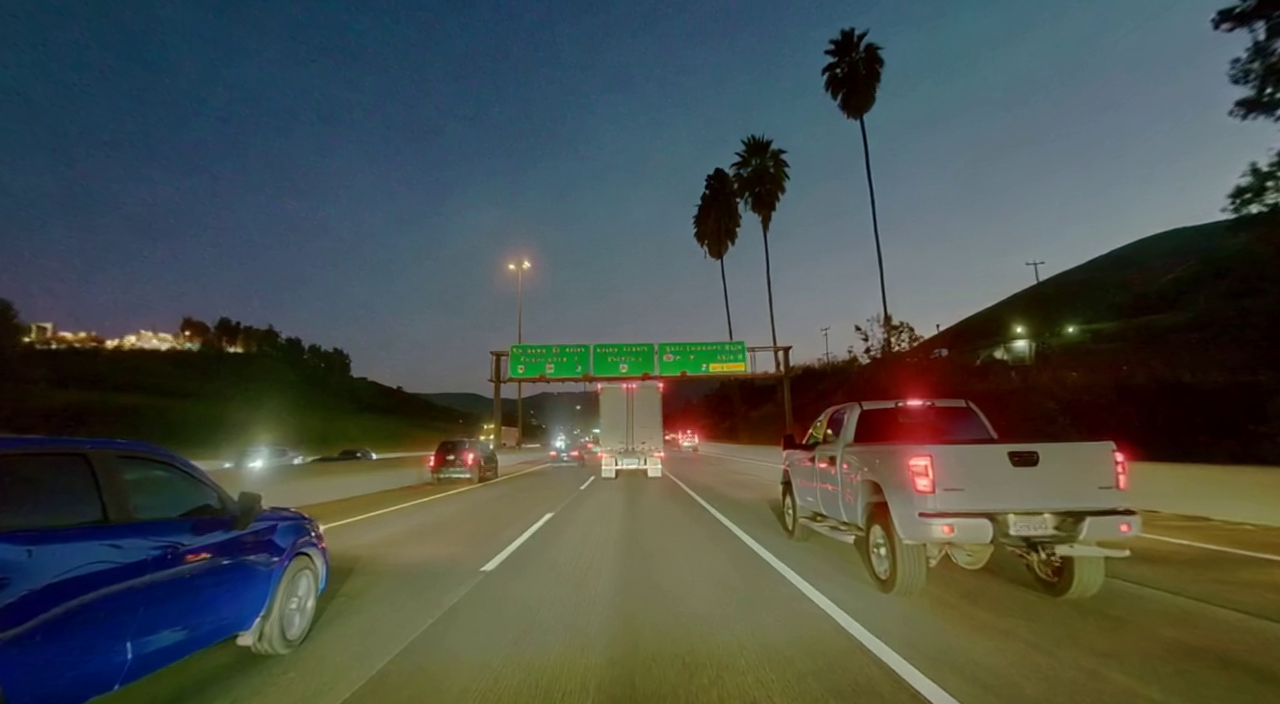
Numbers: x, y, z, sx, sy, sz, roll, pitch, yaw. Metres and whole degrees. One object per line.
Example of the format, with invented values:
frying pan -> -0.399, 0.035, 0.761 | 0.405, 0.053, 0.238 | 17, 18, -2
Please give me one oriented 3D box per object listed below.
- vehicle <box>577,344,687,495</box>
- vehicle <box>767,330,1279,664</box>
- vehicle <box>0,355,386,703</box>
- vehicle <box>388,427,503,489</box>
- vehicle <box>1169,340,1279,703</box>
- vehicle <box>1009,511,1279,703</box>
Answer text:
vehicle -> -0.149, 2.595, 22.315 | 2.906, 4.040, 10.743 | 0, -9, 1
vehicle -> 3.102, 1.318, 6.863 | 2.245, 2.103, 5.613 | 0, -9, 0
vehicle -> -3.234, 1.047, 3.539 | 1.885, 1.654, 4.103 | 0, -9, 0
vehicle -> -6.879, 3.844, 23.170 | 2.344, 1.954, 5.579 | 0, -9, 1
vehicle -> 3.184, 0.372, 0.247 | 1.859, 1.416, 4.695 | 0, -9, -1
vehicle -> 3.155, 0.890, 0.329 | 2.635, 1.036, 5.568 | 0, -9, 0
